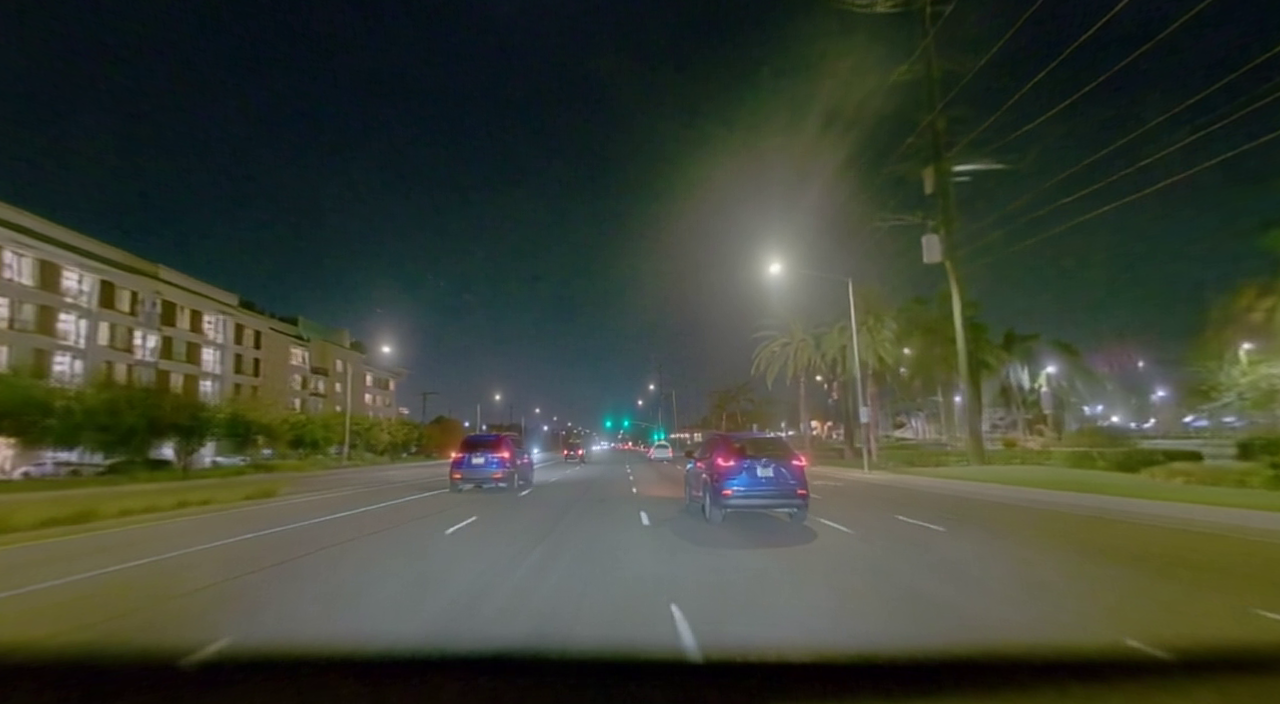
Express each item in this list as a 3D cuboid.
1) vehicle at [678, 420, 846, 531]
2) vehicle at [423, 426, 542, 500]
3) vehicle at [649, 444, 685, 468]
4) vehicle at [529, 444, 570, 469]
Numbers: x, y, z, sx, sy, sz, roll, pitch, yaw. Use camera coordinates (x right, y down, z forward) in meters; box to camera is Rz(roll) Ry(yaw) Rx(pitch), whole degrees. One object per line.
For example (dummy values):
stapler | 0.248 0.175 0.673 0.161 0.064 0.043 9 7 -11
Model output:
vehicle | 2.055 2.256 12.034 2.198 1.706 4.166 0 -9 -2
vehicle | -4.250 3.094 17.923 2.169 1.796 4.821 0 -9 0
vehicle | 1.673 6.661 40.487 1.981 1.472 3.923 0 -9 -2
vehicle | -5.562 6.459 39.096 2.040 1.482 4.121 0 -9 -1
